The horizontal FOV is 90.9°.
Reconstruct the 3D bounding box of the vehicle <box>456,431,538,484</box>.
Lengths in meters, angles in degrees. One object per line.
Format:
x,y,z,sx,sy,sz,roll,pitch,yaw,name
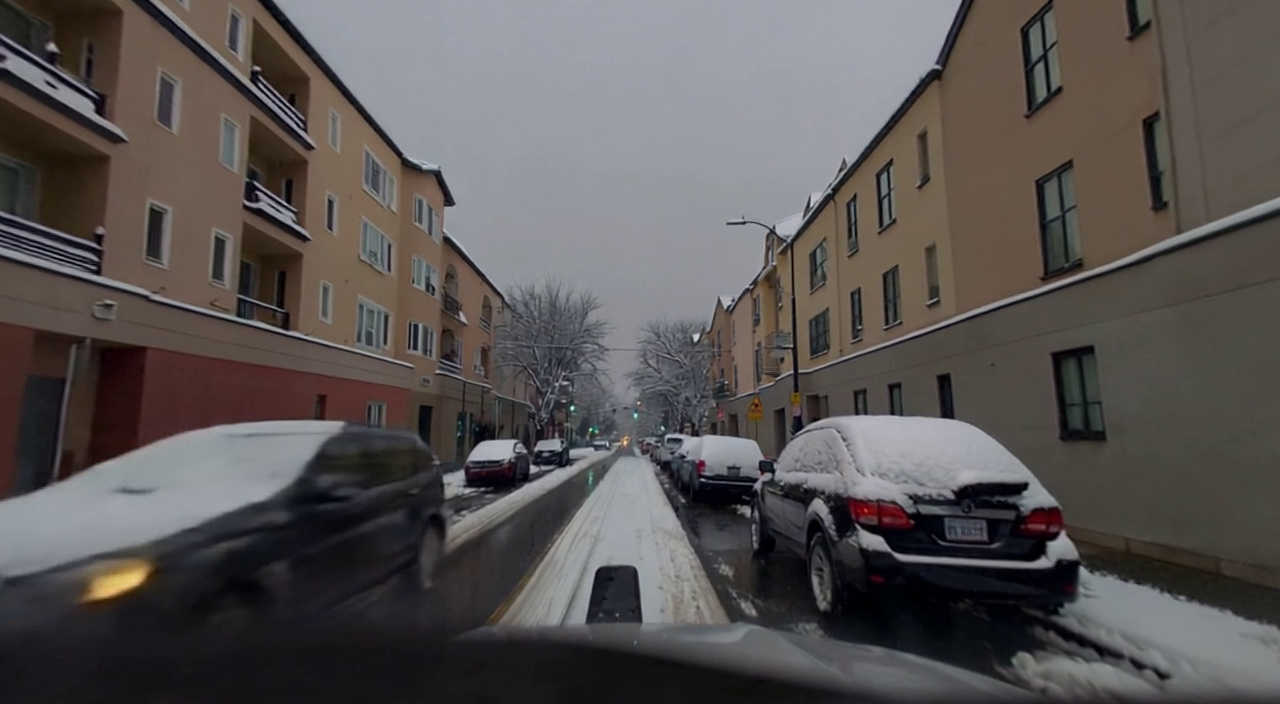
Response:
-4.921,3.719,22.300,1.942,1.521,3.761,5,-9,0,vehicle

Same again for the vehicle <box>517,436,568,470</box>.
-4.881,5.148,32.129,1.872,1.484,3.978,5,-9,0,vehicle

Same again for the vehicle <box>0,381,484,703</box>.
-2.522,1.122,4.230,1.845,1.544,3.388,-1,-8,4,vehicle

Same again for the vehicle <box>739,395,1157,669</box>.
2.229,1.378,5.932,1.839,1.678,3.918,0,-8,-2,vehicle

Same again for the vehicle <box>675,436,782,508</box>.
1.954,2.771,15.184,1.786,1.447,4.314,0,-8,-2,vehicle
